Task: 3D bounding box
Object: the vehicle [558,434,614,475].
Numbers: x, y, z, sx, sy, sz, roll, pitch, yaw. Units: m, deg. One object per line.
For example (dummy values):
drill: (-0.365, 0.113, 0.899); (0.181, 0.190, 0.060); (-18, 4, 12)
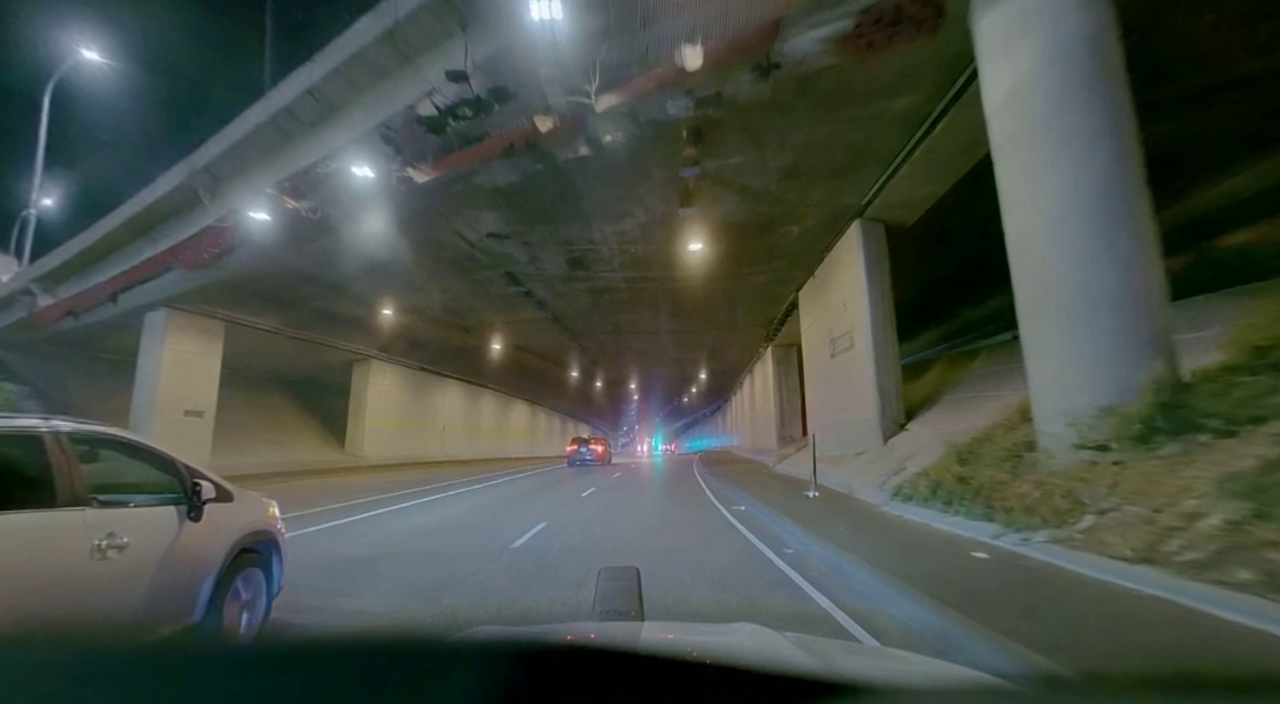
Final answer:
vehicle: (-2.369, 4.650, 28.763); (1.961, 1.725, 4.315); (-1, -9, 3)
